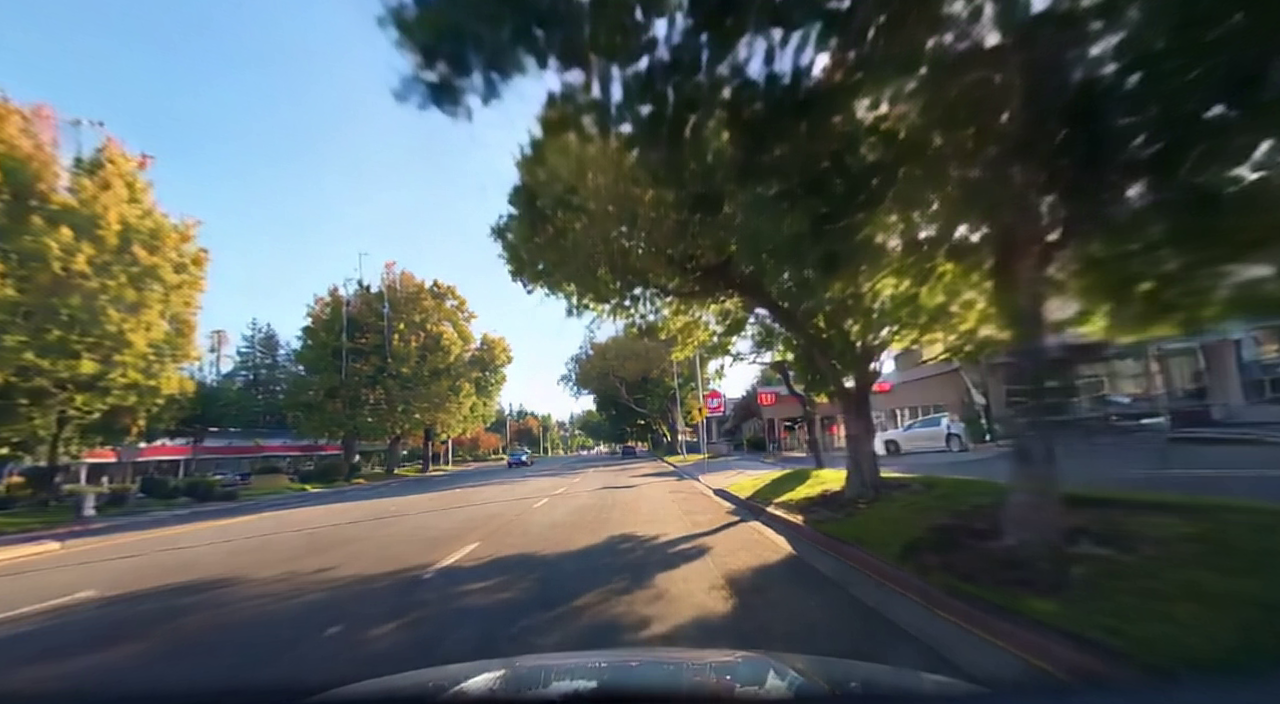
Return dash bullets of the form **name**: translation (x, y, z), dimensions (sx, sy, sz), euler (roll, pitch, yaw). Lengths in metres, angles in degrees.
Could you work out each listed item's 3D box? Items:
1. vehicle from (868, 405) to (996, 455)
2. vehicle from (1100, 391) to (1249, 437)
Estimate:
- **vehicle**: translation (12.616, 3.529, 27.719), dimensions (1.939, 1.753, 4.974), euler (5, -12, -23)
- **vehicle**: translation (23.824, 2.836, 28.366), dimensions (1.796, 1.664, 4.617), euler (1, -10, -32)
